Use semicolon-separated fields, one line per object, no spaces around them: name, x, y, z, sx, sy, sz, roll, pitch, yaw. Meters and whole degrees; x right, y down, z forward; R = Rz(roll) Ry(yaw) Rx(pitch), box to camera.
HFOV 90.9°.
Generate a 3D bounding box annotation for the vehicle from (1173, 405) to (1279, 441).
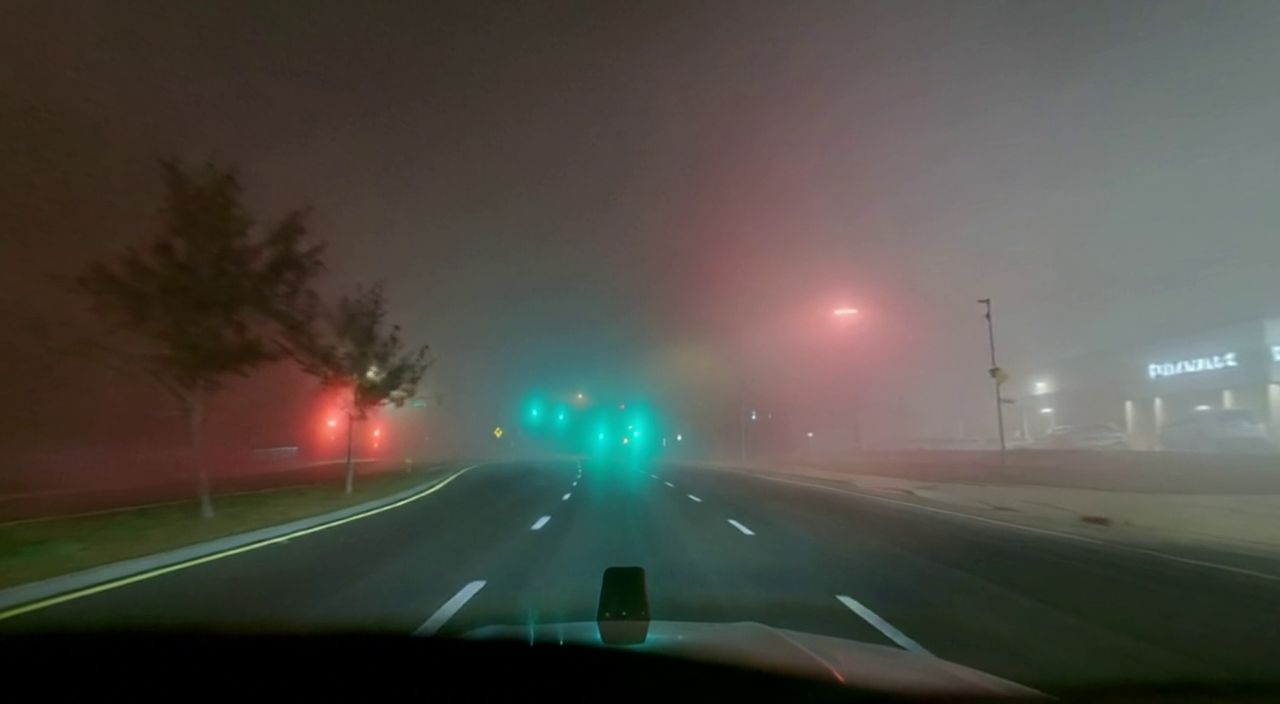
vehicle;27.889;3.377;29.485;1.808;1.485;4.467;1;-8;-3
